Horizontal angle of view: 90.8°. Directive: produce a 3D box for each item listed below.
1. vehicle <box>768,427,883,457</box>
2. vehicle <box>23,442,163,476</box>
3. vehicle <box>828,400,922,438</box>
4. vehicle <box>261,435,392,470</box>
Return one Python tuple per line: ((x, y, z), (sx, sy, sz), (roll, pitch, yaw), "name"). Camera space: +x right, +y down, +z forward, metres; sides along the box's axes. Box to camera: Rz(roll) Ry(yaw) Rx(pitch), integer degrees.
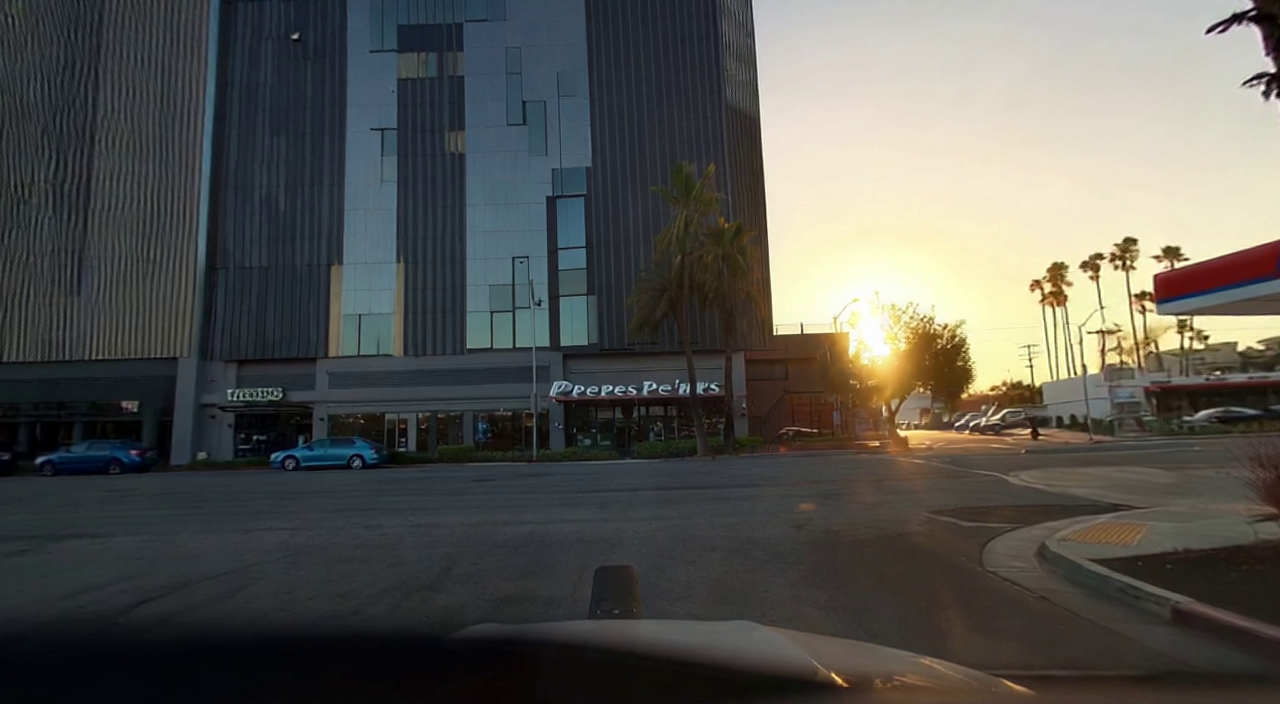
((8.622, 4.232, 29.611), (4.782, 1.371, 1.763), (1, -9, -6), "vehicle")
((-23.628, 4.623, 27.410), (4.321, 1.430, 1.775), (0, -9, -2), "vehicle")
((16.069, 4.646, 43.438), (5.524, 2.504, 2.196), (0, -9, -2), "vehicle")
((-13.945, 4.496, 28.272), (4.857, 1.497, 1.811), (0, -9, 2), "vehicle")
